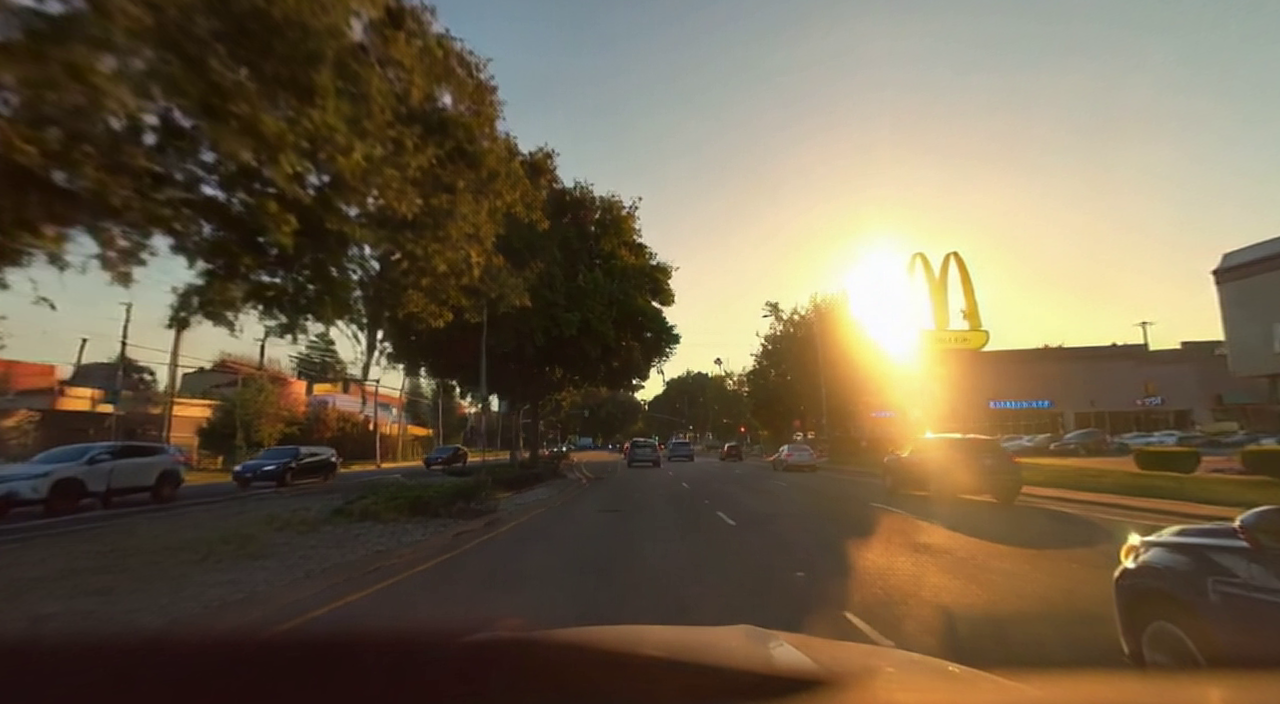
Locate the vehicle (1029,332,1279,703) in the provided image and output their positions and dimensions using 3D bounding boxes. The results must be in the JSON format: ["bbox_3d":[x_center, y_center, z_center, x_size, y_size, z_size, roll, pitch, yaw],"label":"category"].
[{"bbox_3d":[3.542,0.682,1.780,2.076,1.716,4.416,0,-8,1],"label":"vehicle"}]

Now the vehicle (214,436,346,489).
[{"bbox_3d":[-13.994,4.316,25.022,2.159,1.836,5.038,0,-9,1],"label":"vehicle"}]

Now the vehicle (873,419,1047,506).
[{"bbox_3d":[7.500,2.633,15.421,1.977,1.786,4.344,0,-9,1],"label":"vehicle"}]

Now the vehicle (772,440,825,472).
[{"bbox_3d":[8.108,5.341,32.616,1.879,1.517,4.006,-1,-9,3],"label":"vehicle"}]

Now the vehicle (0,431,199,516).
[{"bbox_3d":[-14.287,3.038,16.370,2.242,1.836,4.811,0,-9,-1],"label":"vehicle"}]

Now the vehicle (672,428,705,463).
[{"bbox_3d":[3.767,7.359,49.697,2.239,2.586,4.586,0,-8,0],"label":"vehicle"}]

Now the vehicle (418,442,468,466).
[{"bbox_3d":[-14.486,7.507,46.804,2.136,1.676,4.371,-1,-9,3],"label":"vehicle"}]

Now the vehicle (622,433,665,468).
[{"bbox_3d":[0.158,5.895,37.802,2.402,1.938,4.535,0,-9,0],"label":"vehicle"}]
